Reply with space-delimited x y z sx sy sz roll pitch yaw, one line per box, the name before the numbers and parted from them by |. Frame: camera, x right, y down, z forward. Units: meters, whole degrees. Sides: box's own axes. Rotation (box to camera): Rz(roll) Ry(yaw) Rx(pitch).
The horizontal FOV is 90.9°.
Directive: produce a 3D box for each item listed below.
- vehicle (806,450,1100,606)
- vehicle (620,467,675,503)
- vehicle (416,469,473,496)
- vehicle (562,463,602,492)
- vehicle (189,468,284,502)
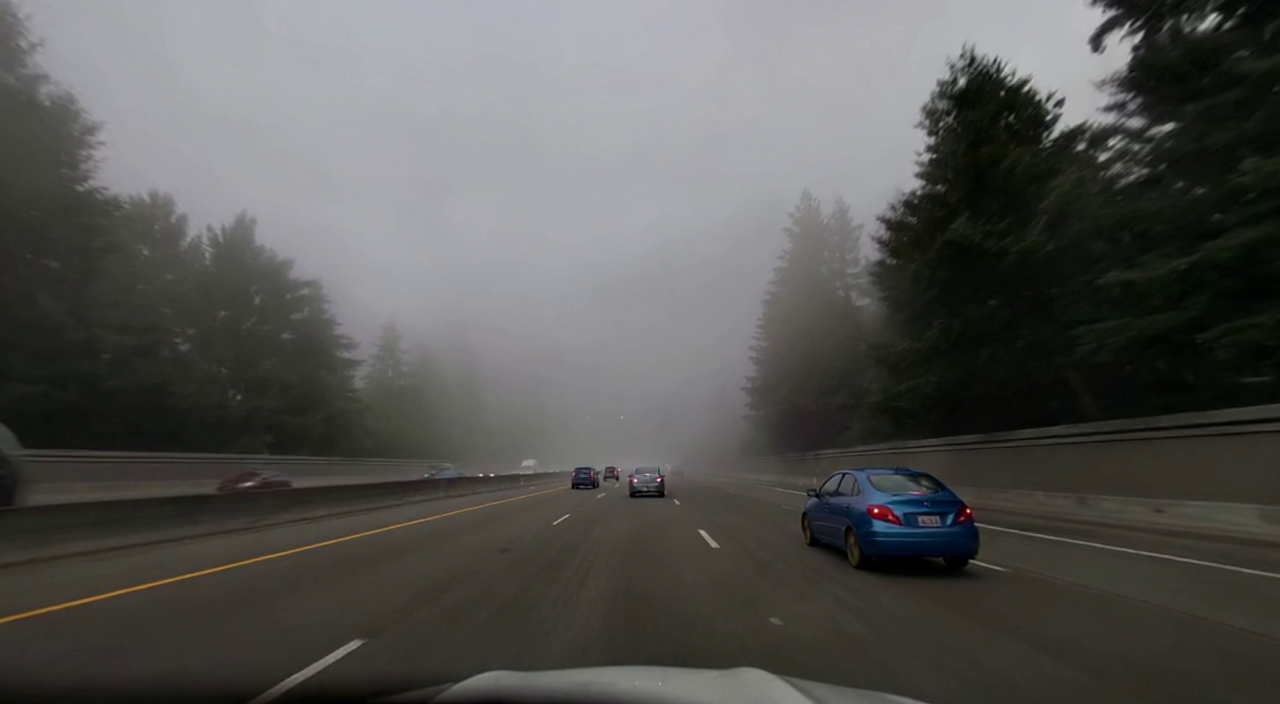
vehicle | 3.743 2.174 8.465 1.938 1.561 3.786 1 -10 -1
vehicle | 0.314 5.754 27.498 2.241 1.425 3.973 1 -10 0
vehicle | -11.559 7.723 37.577 1.873 1.471 4.551 0 -10 1
vehicle | -3.539 7.808 39.375 2.021 1.706 4.247 1 -10 1
vehicle | -19.783 6.499 31.120 1.882 1.502 4.099 0 -10 2
